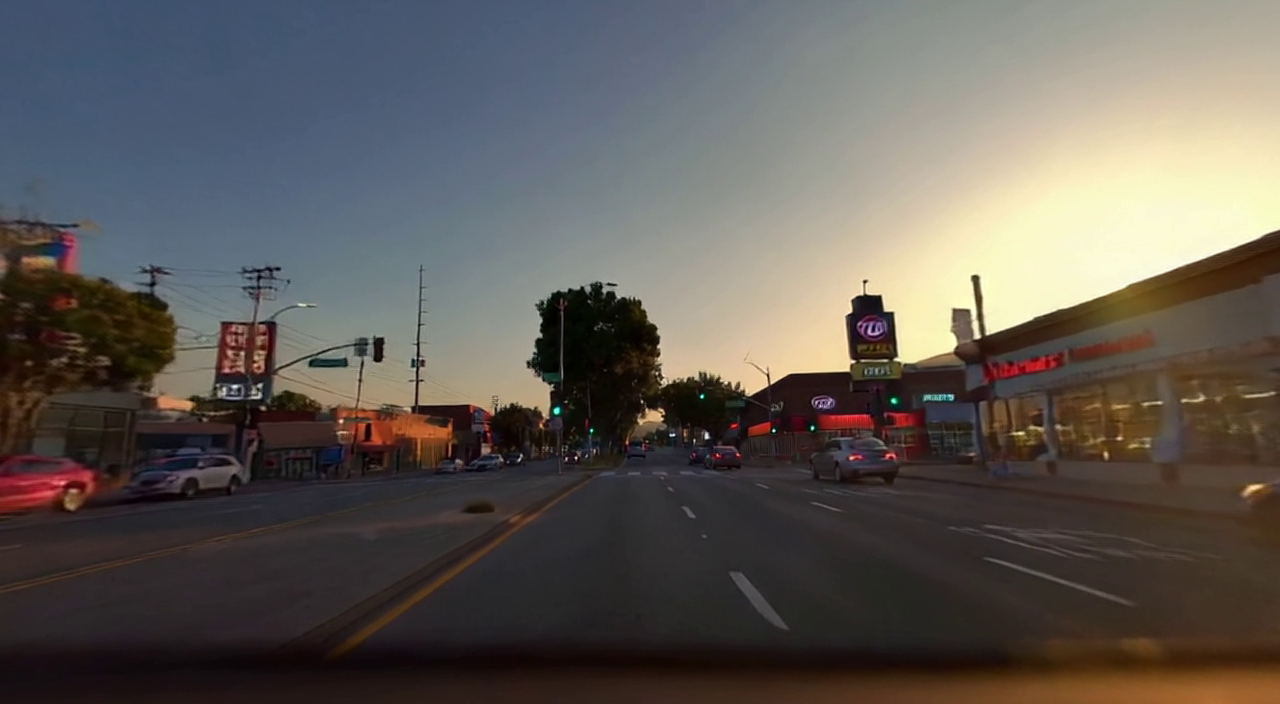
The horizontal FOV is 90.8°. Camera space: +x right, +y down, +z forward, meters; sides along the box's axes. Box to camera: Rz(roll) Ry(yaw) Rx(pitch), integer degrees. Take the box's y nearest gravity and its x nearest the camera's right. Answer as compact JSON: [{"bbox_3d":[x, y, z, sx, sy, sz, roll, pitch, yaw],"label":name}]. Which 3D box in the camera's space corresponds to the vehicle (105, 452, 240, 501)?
[{"bbox_3d":[-18.189,4.835,24.909,1.882,1.645,4.511,0,-8,-1],"label":"vehicle"}]

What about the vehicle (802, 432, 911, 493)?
[{"bbox_3d":[6.613,3.397,19.879,1.974,1.679,4.611,-1,-8,3],"label":"vehicle"}]
